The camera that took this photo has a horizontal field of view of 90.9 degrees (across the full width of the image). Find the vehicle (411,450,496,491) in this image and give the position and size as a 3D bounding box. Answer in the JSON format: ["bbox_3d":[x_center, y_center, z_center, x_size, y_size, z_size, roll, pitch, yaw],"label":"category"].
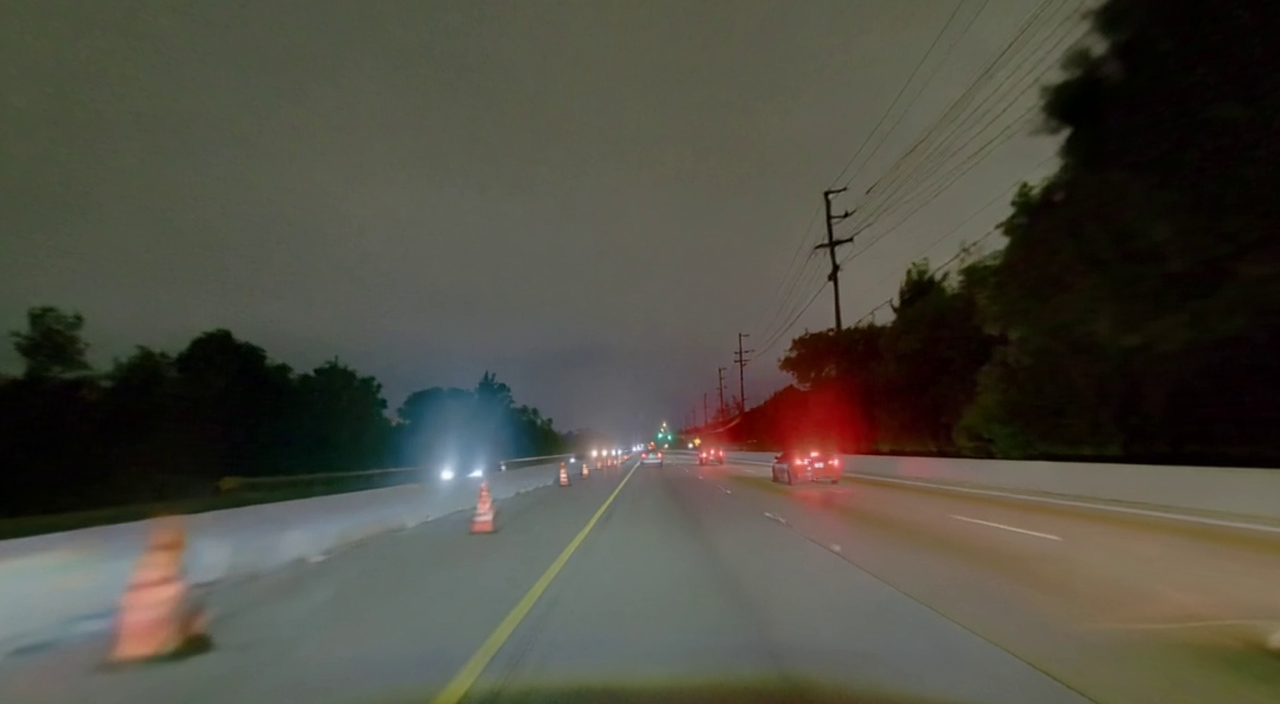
[{"bbox_3d":[-7.435,4.739,25.677,1.929,1.470,4.649,-1,-8,2],"label":"vehicle"}]

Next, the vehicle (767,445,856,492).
[{"bbox_3d":[5.683,3.874,21.421,1.881,1.409,4.016,0,-8,0],"label":"vehicle"}]

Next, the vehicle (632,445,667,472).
[{"bbox_3d":[0.616,6.700,40.049,2.096,1.583,4.150,0,-8,1],"label":"vehicle"}]
